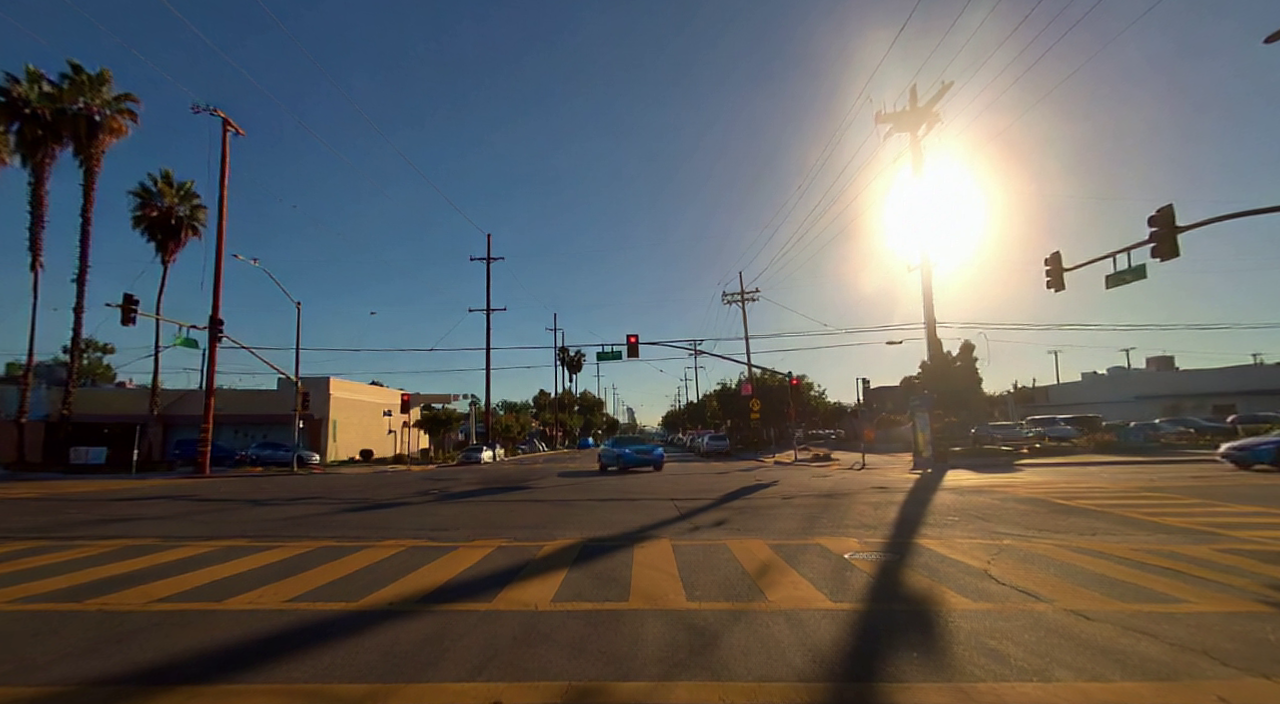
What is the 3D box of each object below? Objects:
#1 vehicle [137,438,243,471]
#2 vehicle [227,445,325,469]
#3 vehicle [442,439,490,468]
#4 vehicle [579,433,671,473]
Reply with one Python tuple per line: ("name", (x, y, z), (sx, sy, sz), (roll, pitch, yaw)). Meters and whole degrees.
("vehicle", (-25.906, 5.929, 36.457), (4.613, 1.820, 2.021), (-1, -9, 3))
("vehicle", (-22.291, 6.430, 38.843), (4.849, 1.444, 1.881), (0, -8, 1))
("vehicle", (-11.960, 6.990, 43.712), (2.016, 1.717, 4.287), (-2, -7, 1))
("vehicle", (-0.776, 4.295, 27.038), (2.223, 1.490, 5.094), (3, -9, -22))
